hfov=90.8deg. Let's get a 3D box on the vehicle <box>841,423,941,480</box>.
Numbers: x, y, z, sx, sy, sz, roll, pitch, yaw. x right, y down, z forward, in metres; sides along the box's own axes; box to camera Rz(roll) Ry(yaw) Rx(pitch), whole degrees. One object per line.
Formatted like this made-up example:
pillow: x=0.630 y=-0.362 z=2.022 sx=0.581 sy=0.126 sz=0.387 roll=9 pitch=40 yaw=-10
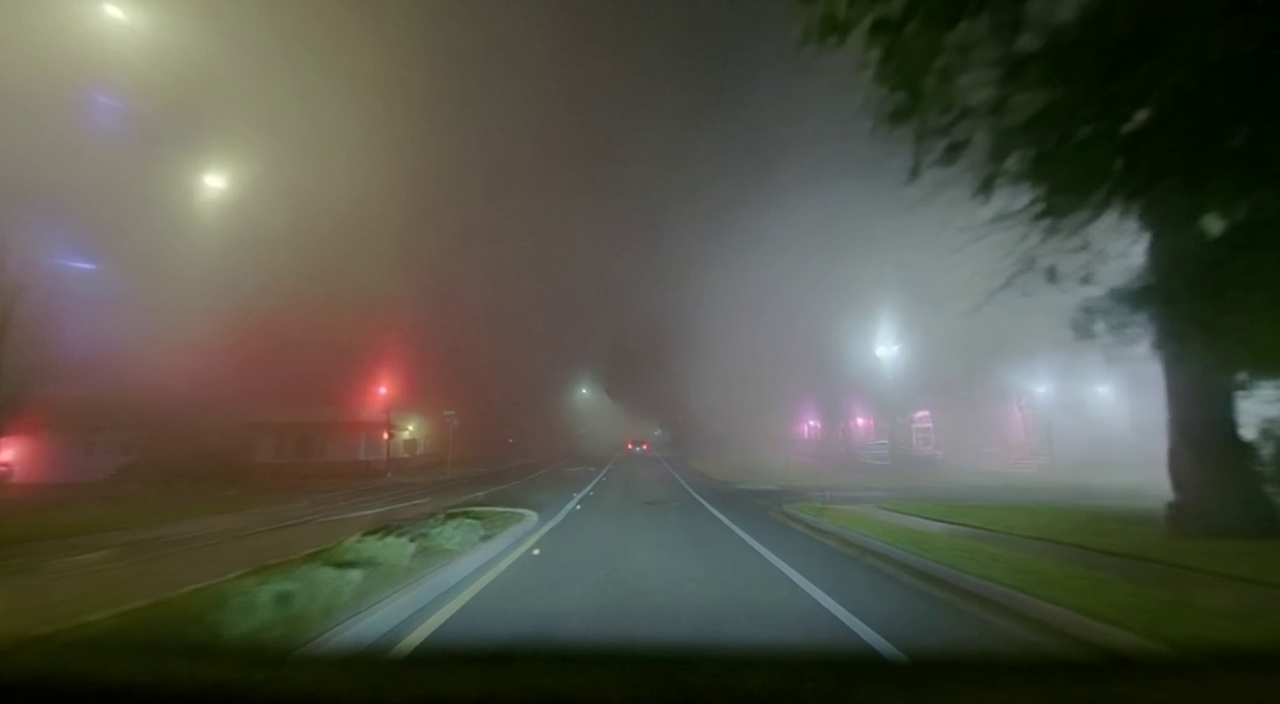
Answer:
vehicle: x=11.084 y=4.541 z=28.338 sx=2.001 sy=1.744 sz=4.449 roll=-4 pitch=-16 yaw=-9
